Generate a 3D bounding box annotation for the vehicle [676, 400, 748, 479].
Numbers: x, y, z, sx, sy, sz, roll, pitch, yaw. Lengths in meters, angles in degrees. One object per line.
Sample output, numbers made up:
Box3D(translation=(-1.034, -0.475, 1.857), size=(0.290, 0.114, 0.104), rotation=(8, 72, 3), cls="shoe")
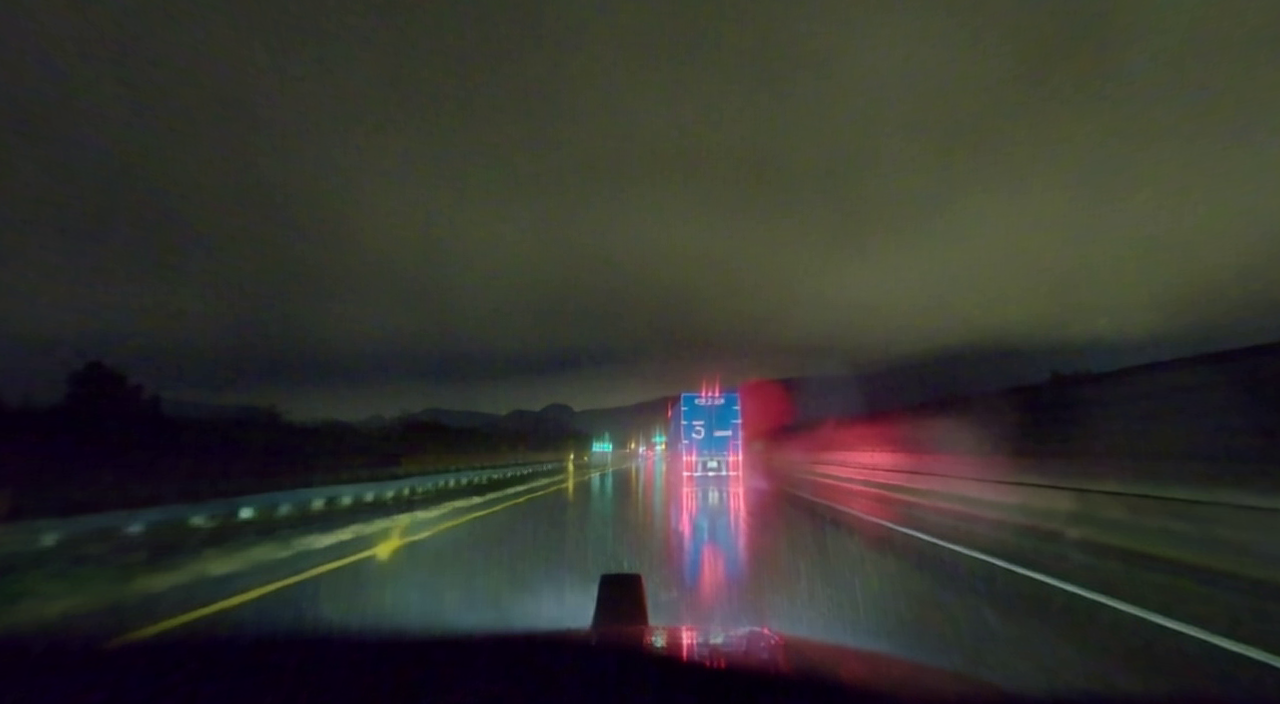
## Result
Box3D(translation=(3.710, 4.940, 35.100), size=(3.107, 3.718, 10.231), rotation=(0, -9, 2), cls="vehicle")
